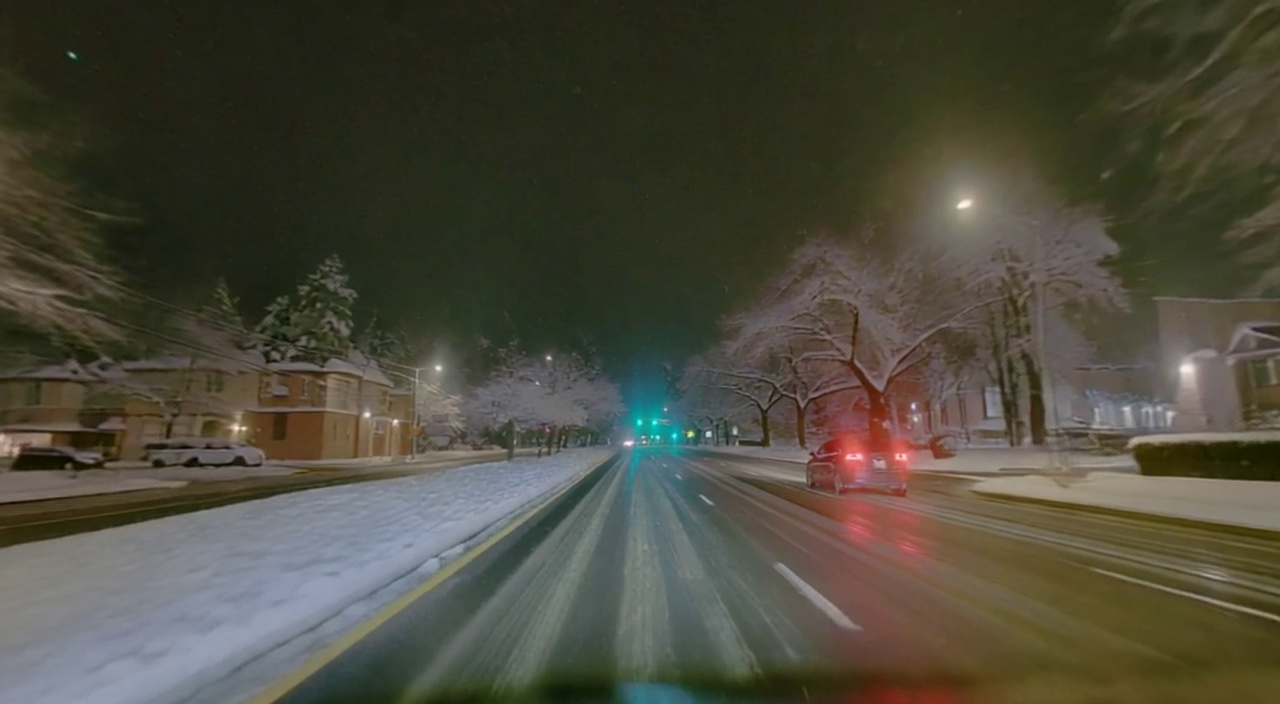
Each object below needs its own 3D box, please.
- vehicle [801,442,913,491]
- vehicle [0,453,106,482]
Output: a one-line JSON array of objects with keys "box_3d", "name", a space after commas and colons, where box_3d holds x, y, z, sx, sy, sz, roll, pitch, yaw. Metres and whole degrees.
[{"box_3d": [7.026, 3.749, 21.001, 2.054, 1.421, 4.487, 0, -8, -1], "name": "vehicle"}, {"box_3d": [-31.849, 6.218, 33.991, 4.210, 1.442, 1.867, 0, -9, 0], "name": "vehicle"}]
